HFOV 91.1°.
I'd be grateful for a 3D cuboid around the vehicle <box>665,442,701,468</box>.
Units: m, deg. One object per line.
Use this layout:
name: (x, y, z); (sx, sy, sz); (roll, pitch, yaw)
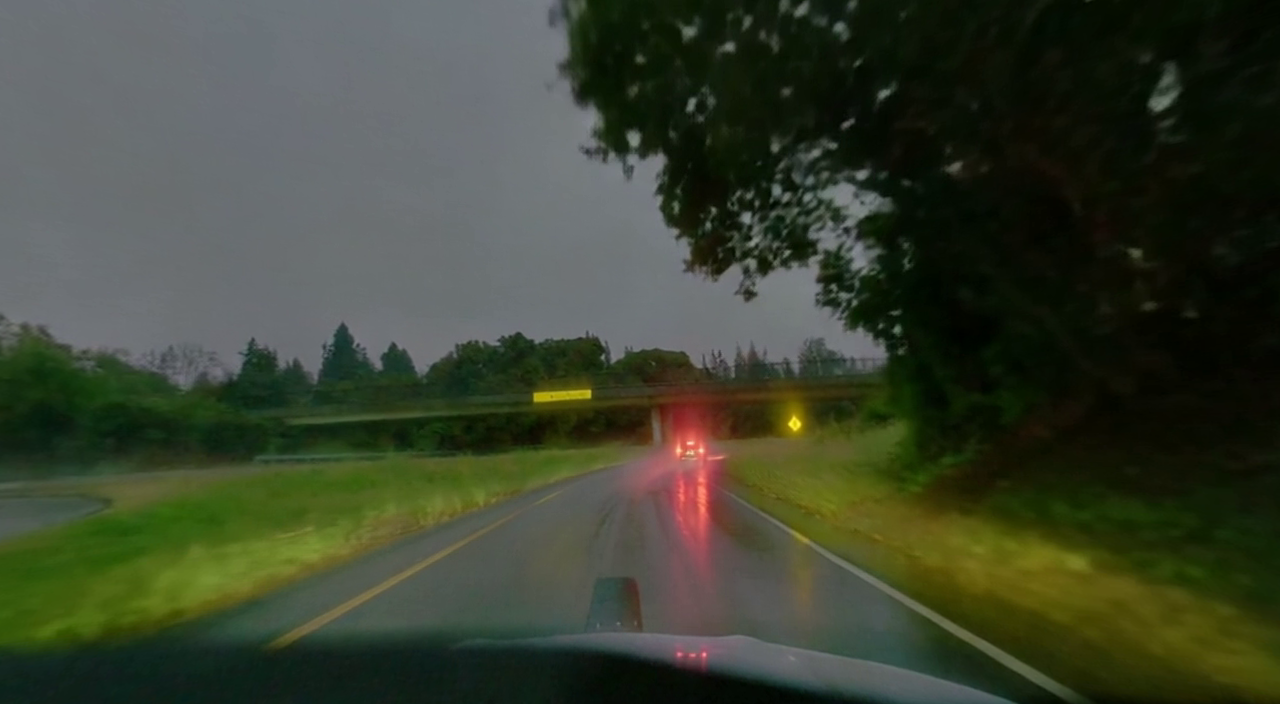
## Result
vehicle: (2.605, 6.056, 37.082); (1.980, 1.449, 3.650); (-1, -9, 5)
